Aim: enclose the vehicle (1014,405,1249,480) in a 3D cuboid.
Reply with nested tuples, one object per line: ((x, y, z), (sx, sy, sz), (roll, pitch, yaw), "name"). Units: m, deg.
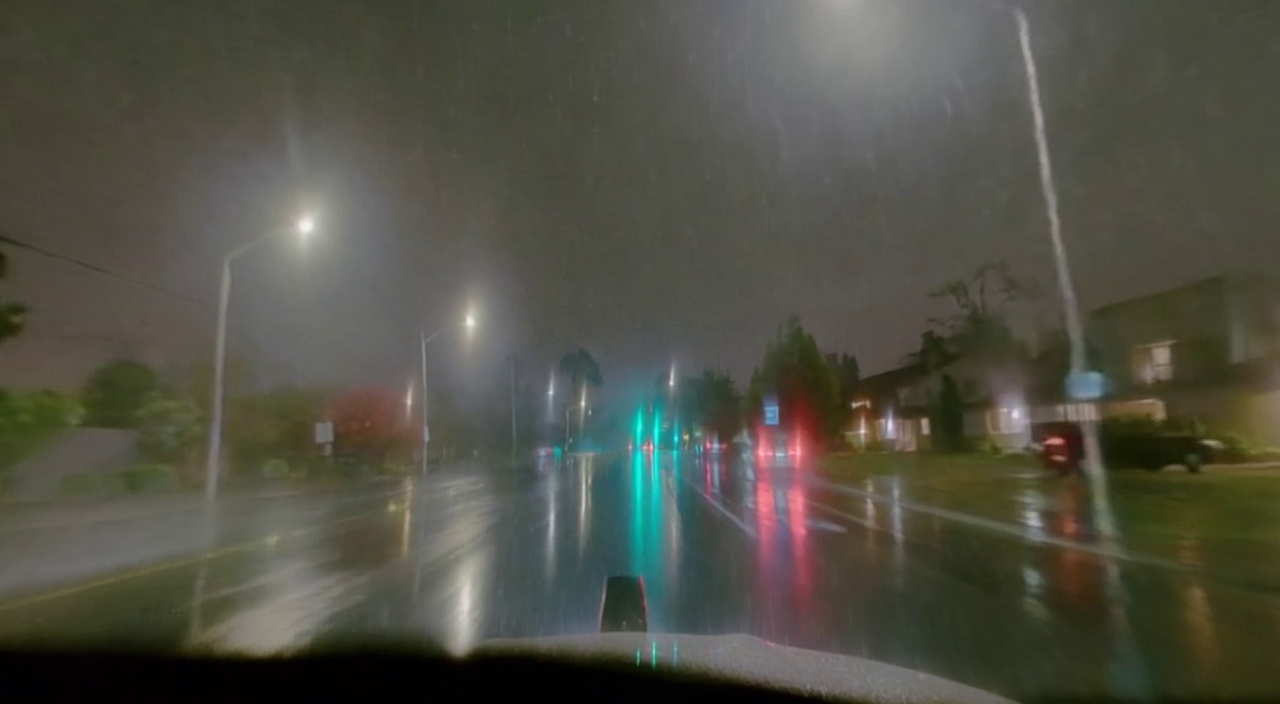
((13.400, 2.481, 17.328), (4.674, 1.557, 2.288), (-4, -8, -7), "vehicle")

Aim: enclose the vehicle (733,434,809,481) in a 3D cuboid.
((5.277, 4.336, 26.002), (2.140, 1.739, 4.721), (0, -9, 0), "vehicle")

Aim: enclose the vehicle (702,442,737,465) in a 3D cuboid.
((5.560, 7.140, 44.357), (1.851, 1.487, 4.566), (0, -9, -1), "vehicle")
